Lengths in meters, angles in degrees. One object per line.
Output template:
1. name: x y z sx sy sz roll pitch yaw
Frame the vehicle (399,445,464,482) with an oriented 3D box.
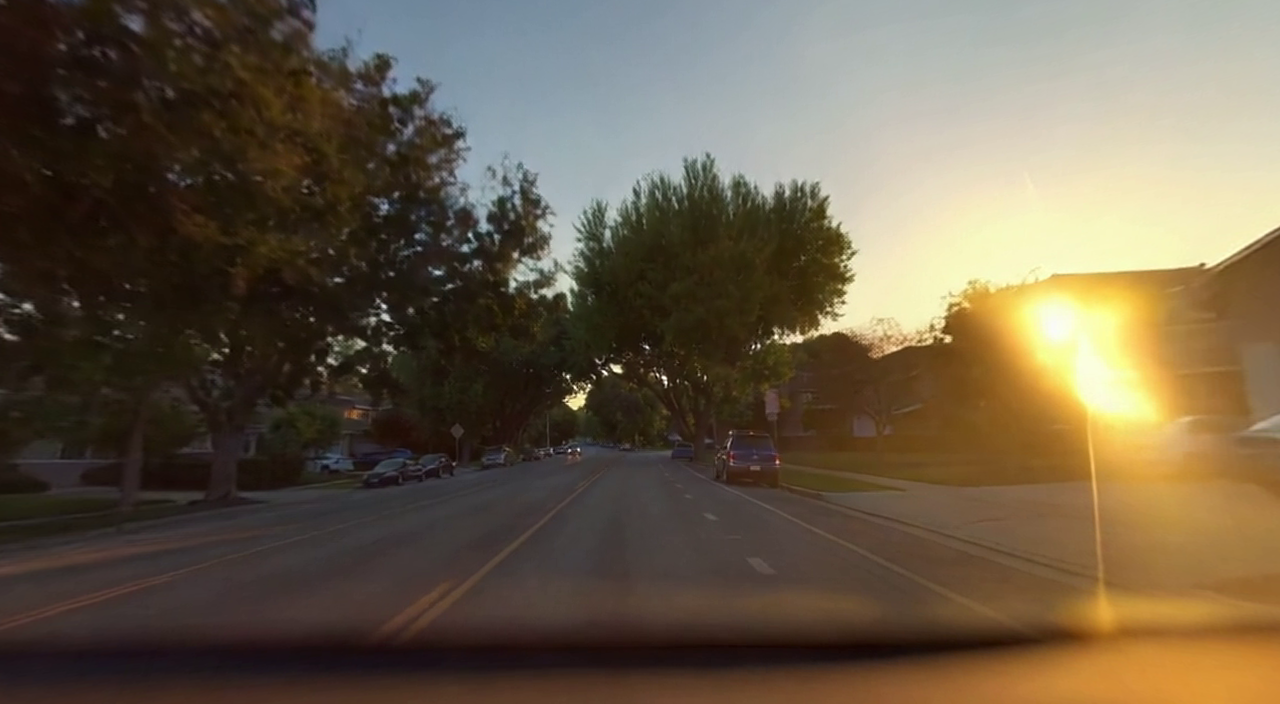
1. vehicle: -11.086 5.932 33.997 1.981 1.790 4.682 0 -8 -1

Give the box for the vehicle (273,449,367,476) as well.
1. vehicle: -19.306 6.675 38.246 4.569 1.498 2.072 0 -8 0

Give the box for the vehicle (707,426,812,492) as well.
1. vehicle: 3.845 3.604 21.698 2.319 1.938 5.961 1 -8 -2

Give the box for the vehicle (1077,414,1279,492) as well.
1. vehicle: 12.353 2.125 13.395 4.627 1.500 2.046 0 -8 -1

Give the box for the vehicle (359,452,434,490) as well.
1. vehicle: -11.084 5.409 29.104 1.815 1.532 4.517 1 -8 -2
